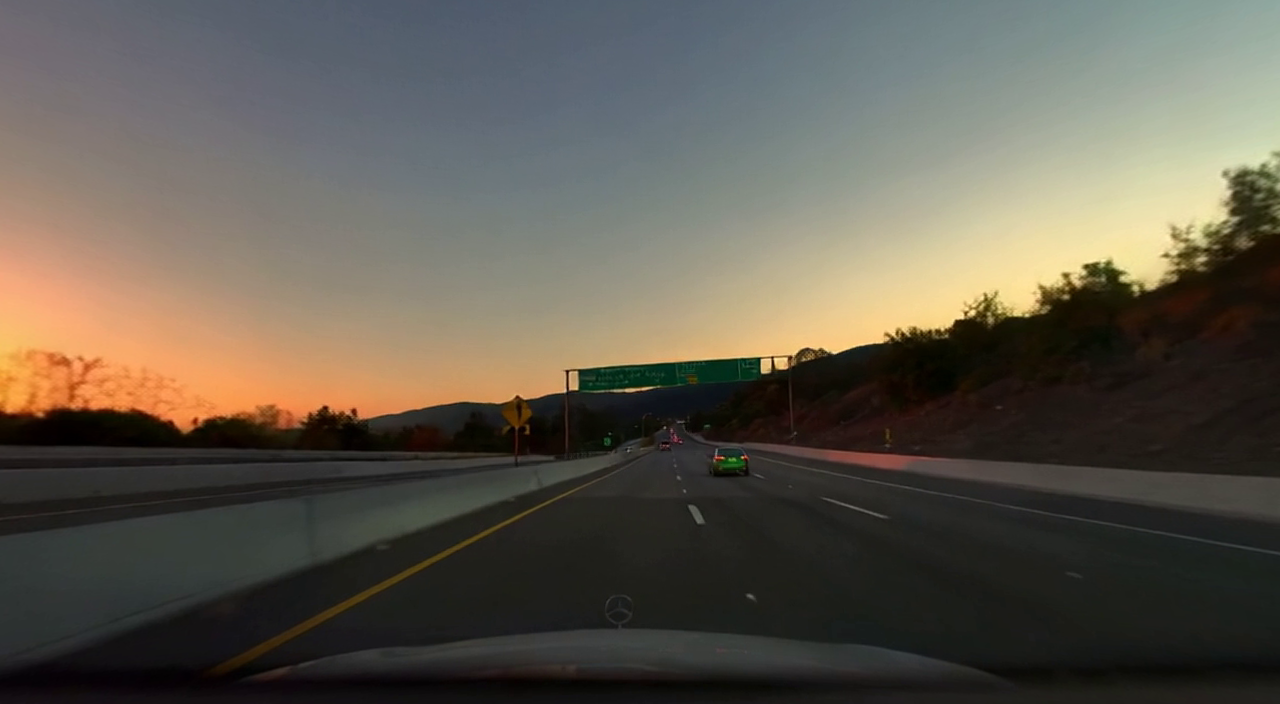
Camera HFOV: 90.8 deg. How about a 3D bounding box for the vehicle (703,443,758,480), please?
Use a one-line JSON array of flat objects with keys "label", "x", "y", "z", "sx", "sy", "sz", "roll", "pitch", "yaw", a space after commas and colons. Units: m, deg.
[{"label": "vehicle", "x": 3.915, "y": 4.800, "z": 27.928, "sx": 1.874, "sy": 1.506, "sz": 4.116, "roll": 0, "pitch": -9, "yaw": 1}]
